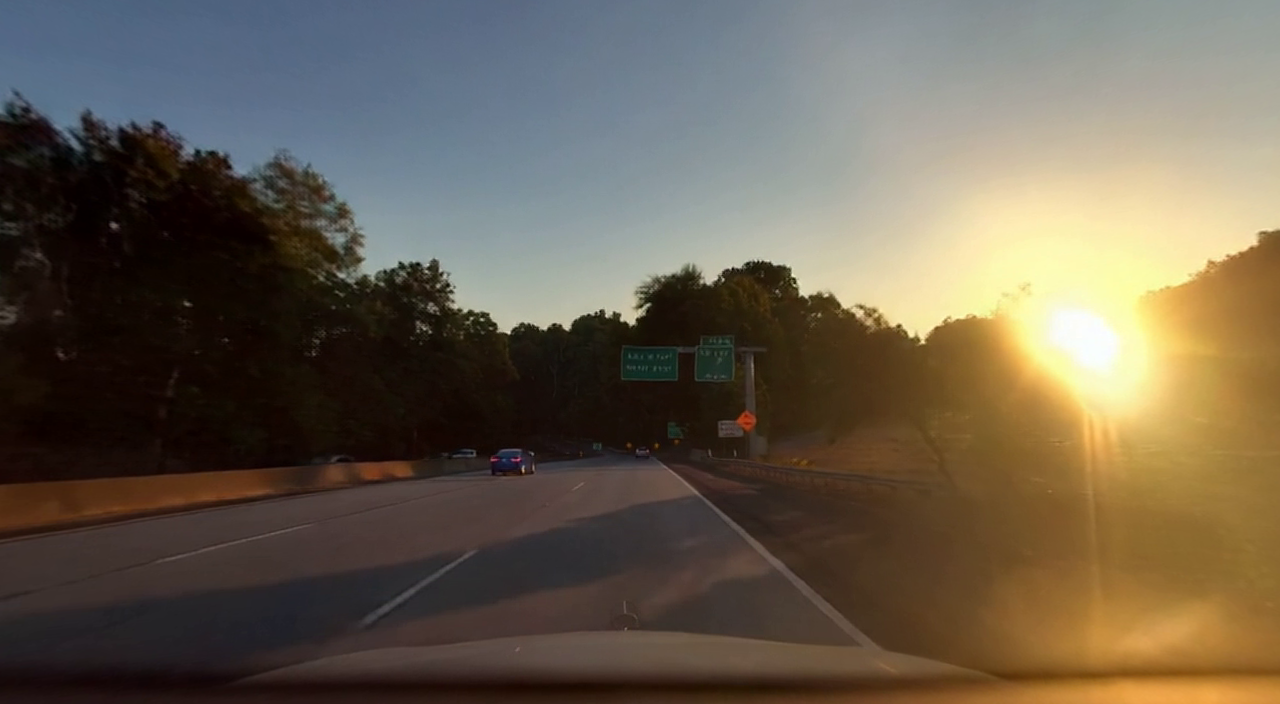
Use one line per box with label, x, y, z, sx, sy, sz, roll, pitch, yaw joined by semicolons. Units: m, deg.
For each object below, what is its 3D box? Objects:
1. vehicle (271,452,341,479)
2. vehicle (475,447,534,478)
vehicle;-21.429;7.290;40.647;1.968;1.540;4.471;0;-9;1
vehicle;-7.325;5.991;34.557;2.094;1.579;4.655;0;-9;1
